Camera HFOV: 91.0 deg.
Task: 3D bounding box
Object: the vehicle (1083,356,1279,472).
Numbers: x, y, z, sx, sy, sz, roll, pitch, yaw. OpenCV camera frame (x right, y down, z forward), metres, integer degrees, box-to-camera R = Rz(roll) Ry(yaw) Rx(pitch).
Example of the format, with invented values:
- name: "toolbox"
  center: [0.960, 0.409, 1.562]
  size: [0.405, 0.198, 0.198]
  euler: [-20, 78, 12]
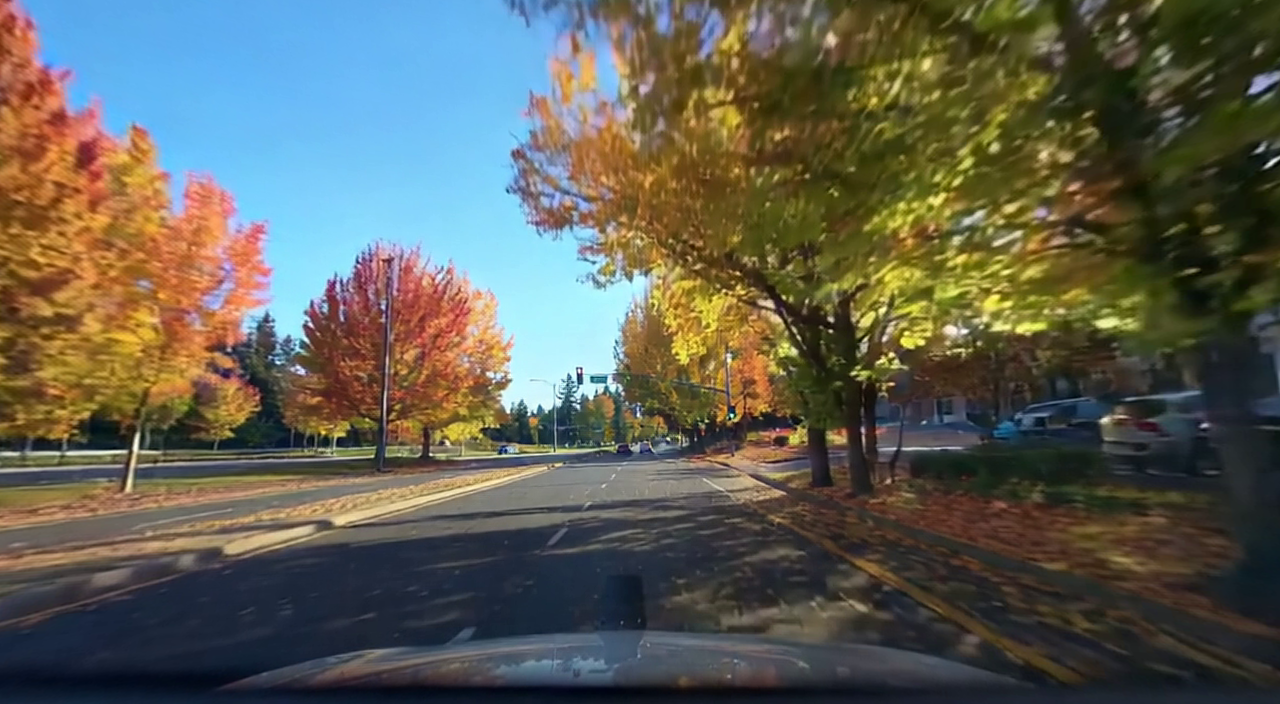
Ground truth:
- name: "vehicle"
  center: [11.209, 1.144, 11.072]
  size: [5.208, 1.823, 2.155]
  euler: [1, -9, -3]
